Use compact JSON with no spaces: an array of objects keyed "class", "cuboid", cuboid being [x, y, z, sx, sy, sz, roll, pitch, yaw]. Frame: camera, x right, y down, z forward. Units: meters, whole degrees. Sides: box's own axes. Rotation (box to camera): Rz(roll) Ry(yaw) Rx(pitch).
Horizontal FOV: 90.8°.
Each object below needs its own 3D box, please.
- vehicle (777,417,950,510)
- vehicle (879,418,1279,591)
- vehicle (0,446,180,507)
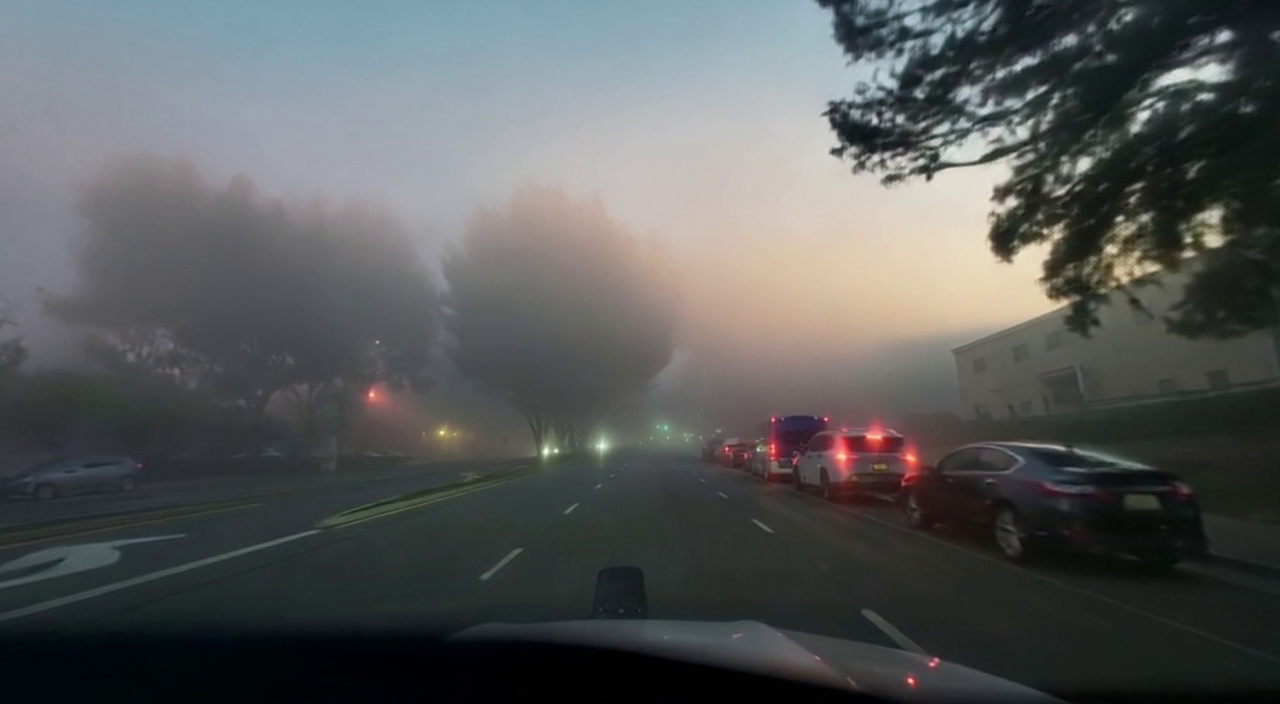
[{"class":"vehicle","cuboid":[4.803,2.496,14.505,2.304,1.760,4.630,0,-8,1]},{"class":"vehicle","cuboid":[4.789,1.645,7.730,1.973,1.465,4.440,0,-8,0]},{"class":"vehicle","cuboid":[-18.996,4.195,21.885,2.166,1.804,4.897,-1,-8,3]}]
